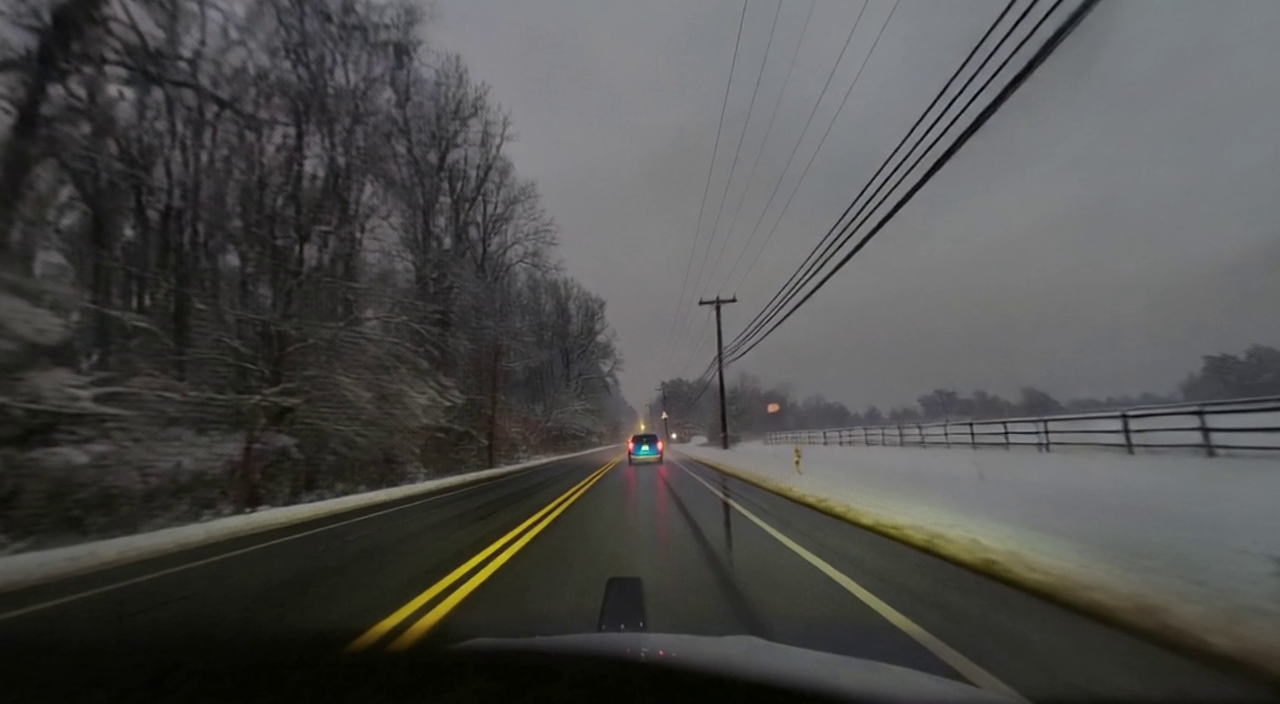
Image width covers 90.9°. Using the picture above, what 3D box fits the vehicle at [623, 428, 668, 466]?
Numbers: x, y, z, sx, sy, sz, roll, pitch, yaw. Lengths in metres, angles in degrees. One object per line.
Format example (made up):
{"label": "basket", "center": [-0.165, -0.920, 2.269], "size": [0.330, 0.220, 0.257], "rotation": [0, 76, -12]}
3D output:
{"label": "vehicle", "center": [0.299, 5.582, 37.038], "size": [2.468, 2.056, 4.422], "rotation": [0, -8, 0]}
